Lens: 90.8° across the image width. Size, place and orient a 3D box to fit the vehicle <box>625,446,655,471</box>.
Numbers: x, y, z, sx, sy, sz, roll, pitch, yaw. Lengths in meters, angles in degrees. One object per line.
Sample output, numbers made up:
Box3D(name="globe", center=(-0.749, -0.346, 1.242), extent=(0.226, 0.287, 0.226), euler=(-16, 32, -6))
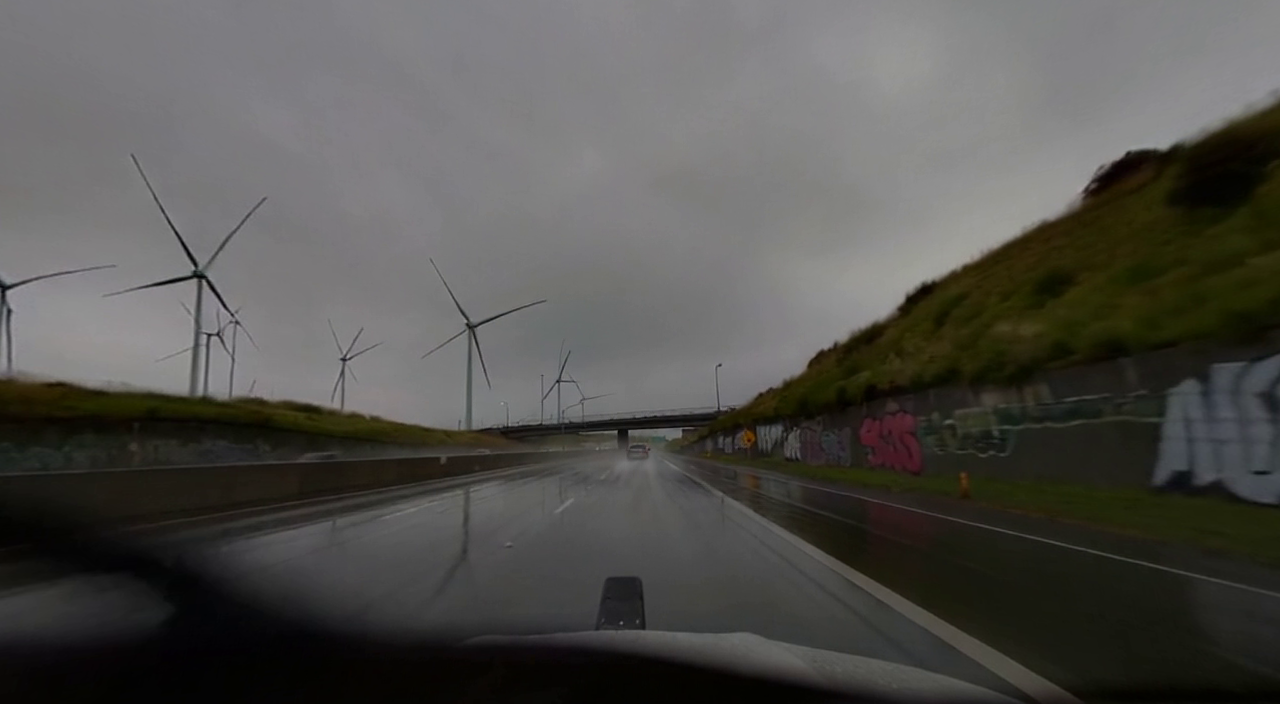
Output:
Box3D(name="vehicle", center=(0.013, 6.991, 41.549), extent=(1.870, 1.481, 4.234), euler=(0, -9, 0))

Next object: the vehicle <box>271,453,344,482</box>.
Box3D(name="vehicle", center=(-18.589, 6.477, 35.518), extent=(1.854, 1.489, 4.070), euler=(0, -9, 1))
